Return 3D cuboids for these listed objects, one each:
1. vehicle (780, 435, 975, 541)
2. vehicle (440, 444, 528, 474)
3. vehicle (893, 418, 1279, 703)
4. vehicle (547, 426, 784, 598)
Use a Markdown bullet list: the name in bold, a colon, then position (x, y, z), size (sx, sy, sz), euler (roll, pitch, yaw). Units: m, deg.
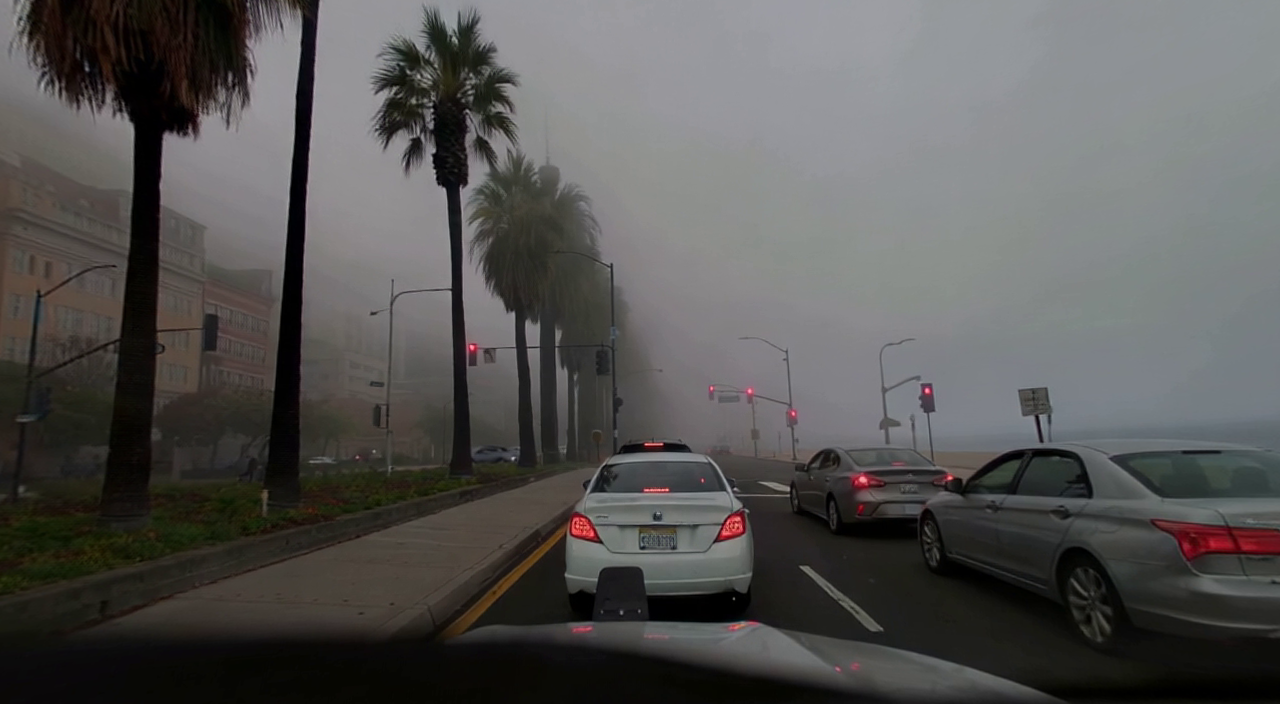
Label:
- **vehicle**: position (3.889, 2.287, 11.308), size (1.920, 1.490, 4.417), euler (-1, -9, 2)
- **vehicle**: position (-8.908, 6.119, 36.280), size (2.022, 1.604, 4.495), euler (-9, -12, 43)
- **vehicle**: position (3.911, 1.366, 5.091), size (1.913, 1.469, 4.425), euler (0, -9, 0)
- **vehicle**: position (0.259, 1.703, 7.505), size (2.093, 1.503, 3.681), euler (0, -9, 1)
